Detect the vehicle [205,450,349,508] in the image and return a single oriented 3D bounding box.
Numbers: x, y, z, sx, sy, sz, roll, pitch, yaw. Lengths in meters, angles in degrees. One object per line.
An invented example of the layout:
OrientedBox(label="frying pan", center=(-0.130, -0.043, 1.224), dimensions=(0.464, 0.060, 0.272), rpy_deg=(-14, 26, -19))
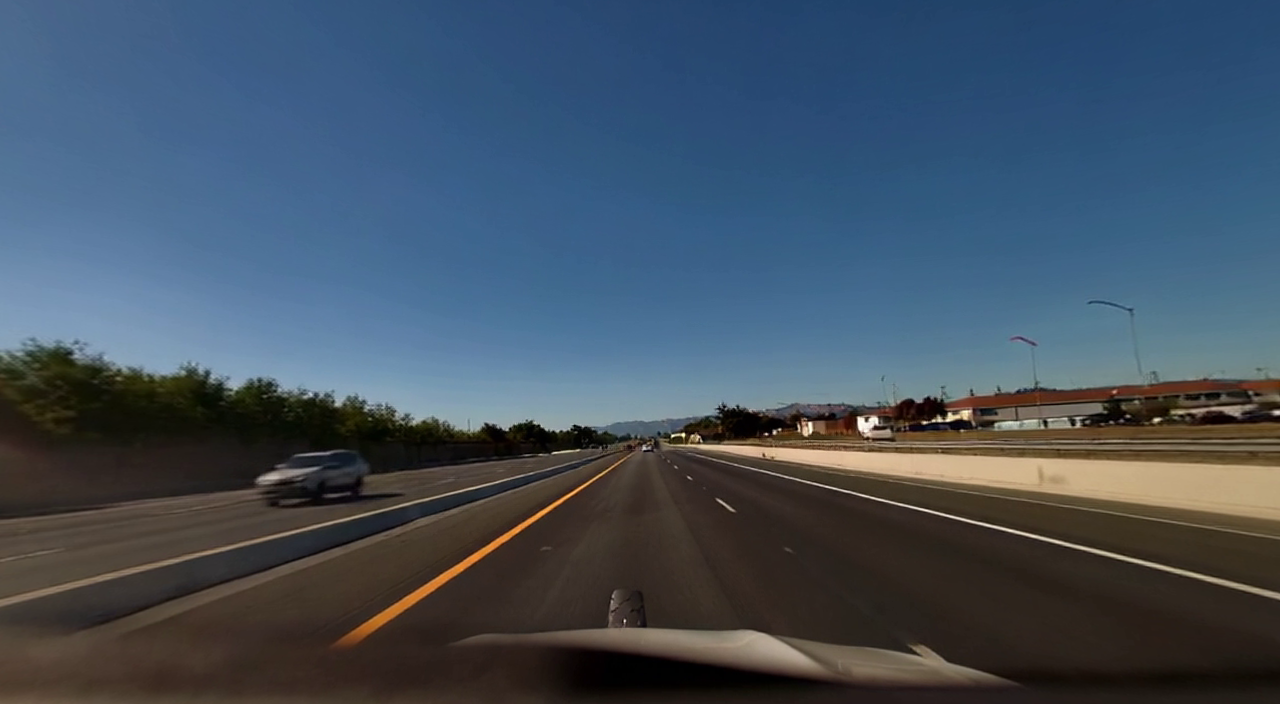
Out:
OrientedBox(label="vehicle", center=(-10.522, 3.676, 18.688), dimensions=(1.750, 1.465, 4.091), rpy_deg=(-1, -8, 1))
